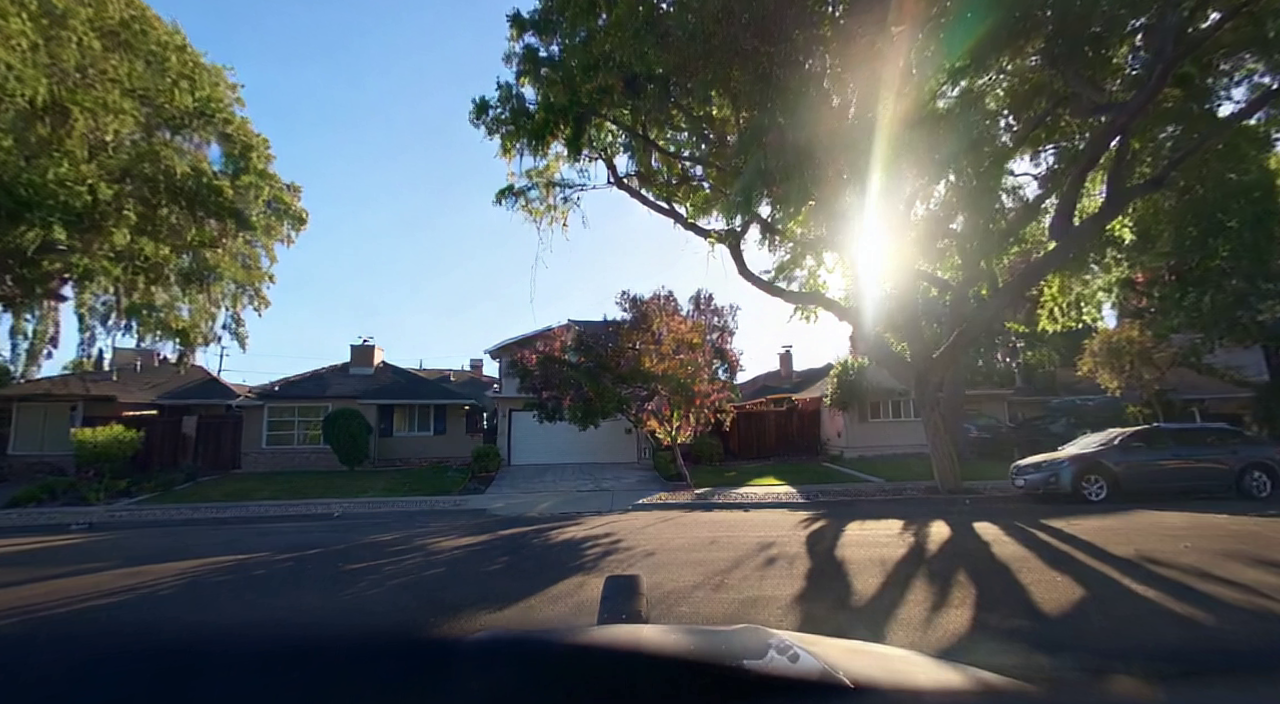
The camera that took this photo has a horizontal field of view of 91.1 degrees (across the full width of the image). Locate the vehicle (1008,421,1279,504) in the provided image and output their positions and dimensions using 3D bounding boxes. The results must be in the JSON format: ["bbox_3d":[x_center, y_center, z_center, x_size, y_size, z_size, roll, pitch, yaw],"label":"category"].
[{"bbox_3d":[10.802,2.329,13.420,4.658,1.615,1.894,0,-8,-2],"label":"vehicle"}]
